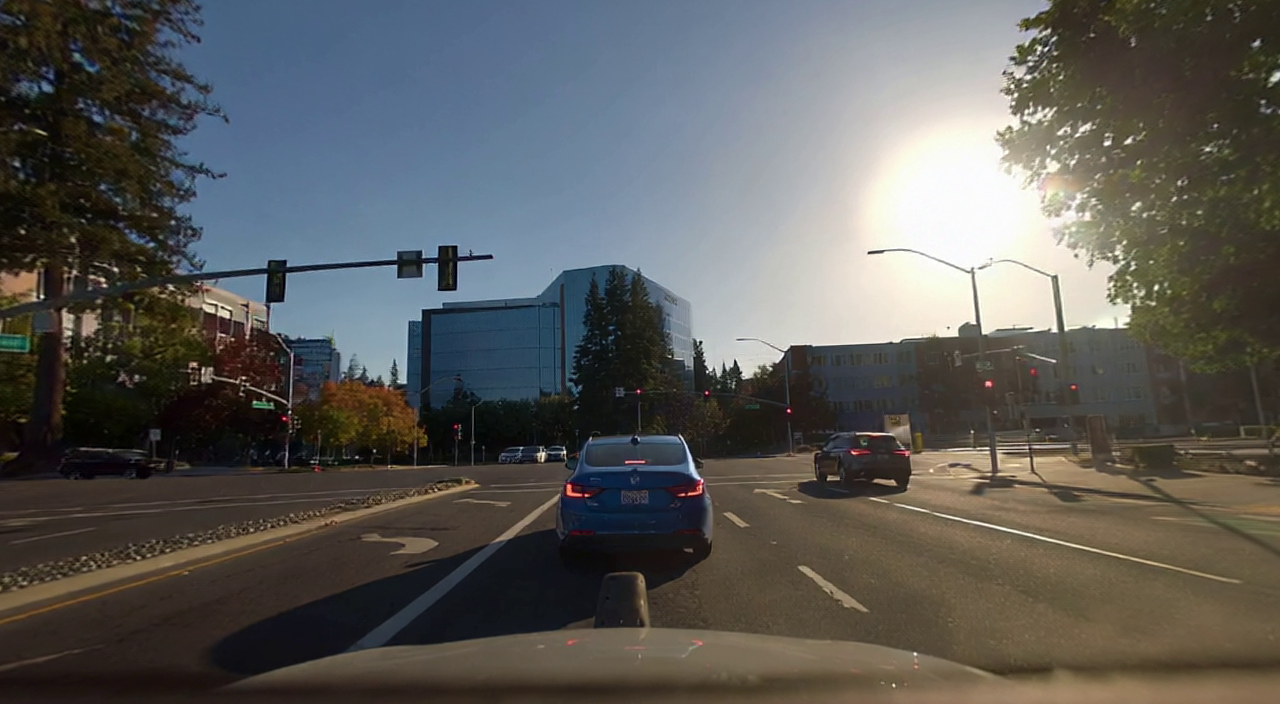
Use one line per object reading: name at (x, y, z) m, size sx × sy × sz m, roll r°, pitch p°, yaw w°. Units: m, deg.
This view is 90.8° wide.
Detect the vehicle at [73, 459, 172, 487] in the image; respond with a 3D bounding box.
vehicle at (-32.388, 7.560, 39.643) m, size 4.401 × 1.625 × 1.863 m, roll 0°, pitch -8°, yaw -4°

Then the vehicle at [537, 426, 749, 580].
vehicle at (-0.025, 1.795, 8.373) m, size 2.070 × 1.488 × 4.206 m, roll 0°, pitch -8°, yaw -2°

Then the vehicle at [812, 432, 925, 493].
vehicle at (7.054, 3.440, 20.057) m, size 2.039 × 1.692 × 4.319 m, roll 0°, pitch -8°, yaw 1°
